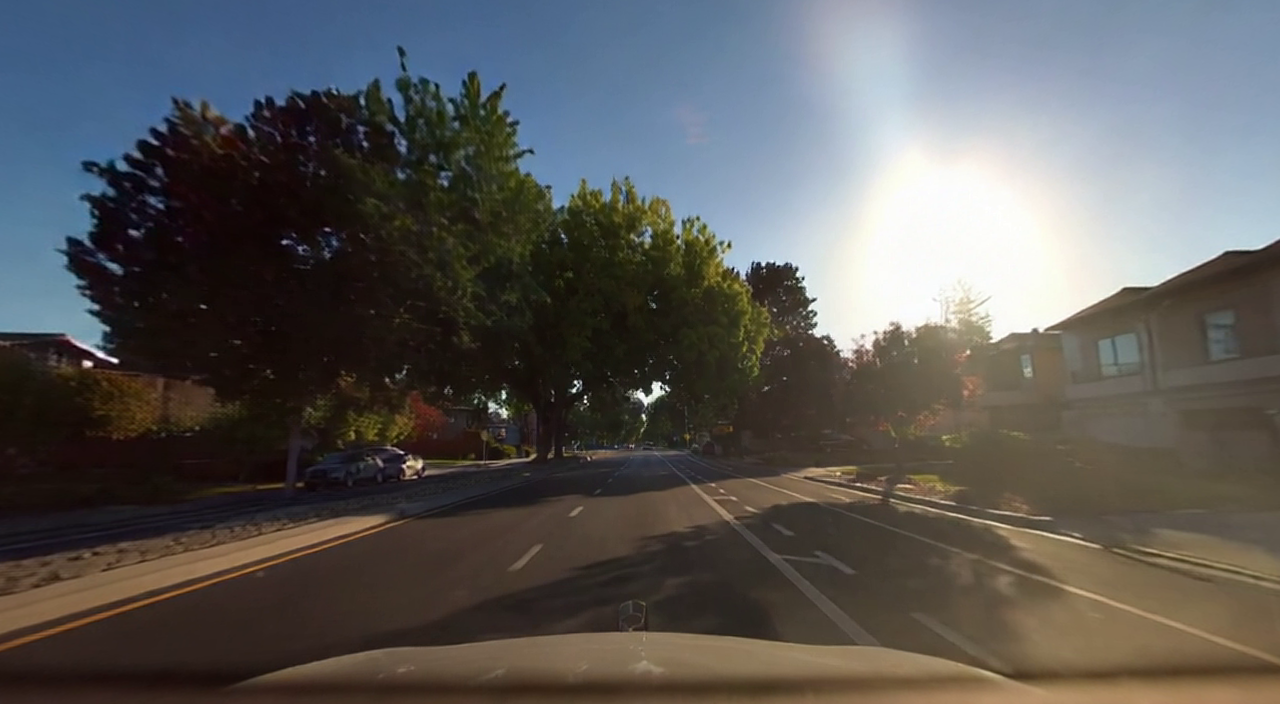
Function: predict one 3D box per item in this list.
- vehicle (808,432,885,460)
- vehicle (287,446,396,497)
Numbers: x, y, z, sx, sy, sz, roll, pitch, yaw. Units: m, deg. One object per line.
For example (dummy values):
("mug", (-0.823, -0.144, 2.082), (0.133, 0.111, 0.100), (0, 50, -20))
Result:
("vehicle", (14.251, 6.501, 43.728), (4.907, 1.693, 2.081), (0, -7, 14))
("vehicle", (-11.578, 4.606, 24.897), (2.023, 1.629, 4.822), (-2, -7, 0))
